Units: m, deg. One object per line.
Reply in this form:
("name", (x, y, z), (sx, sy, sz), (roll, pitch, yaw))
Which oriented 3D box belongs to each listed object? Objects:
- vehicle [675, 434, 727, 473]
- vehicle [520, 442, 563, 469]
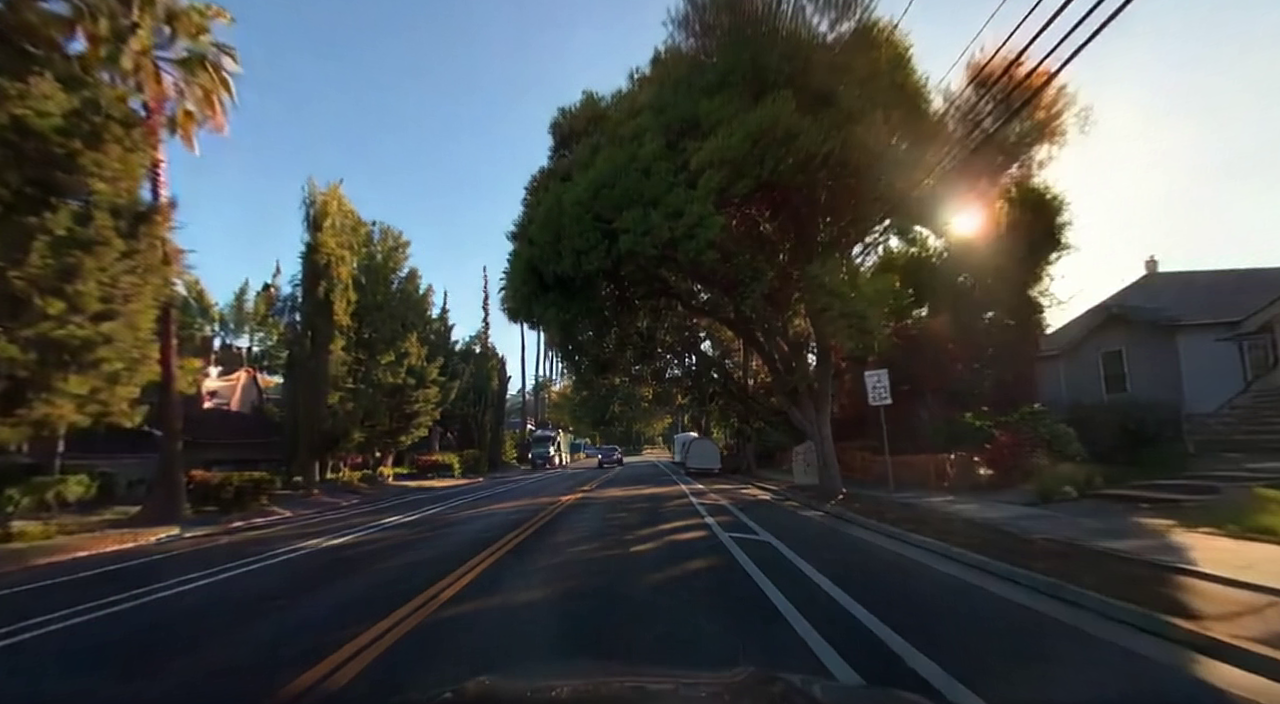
("vehicle", (3.093, 5.287, 33.148), (2.168, 1.851, 4.861), (0, -9, -1))
("vehicle", (-6.422, 6.816, 41.722), (1.935, 1.655, 4.409), (0, -9, 2))
